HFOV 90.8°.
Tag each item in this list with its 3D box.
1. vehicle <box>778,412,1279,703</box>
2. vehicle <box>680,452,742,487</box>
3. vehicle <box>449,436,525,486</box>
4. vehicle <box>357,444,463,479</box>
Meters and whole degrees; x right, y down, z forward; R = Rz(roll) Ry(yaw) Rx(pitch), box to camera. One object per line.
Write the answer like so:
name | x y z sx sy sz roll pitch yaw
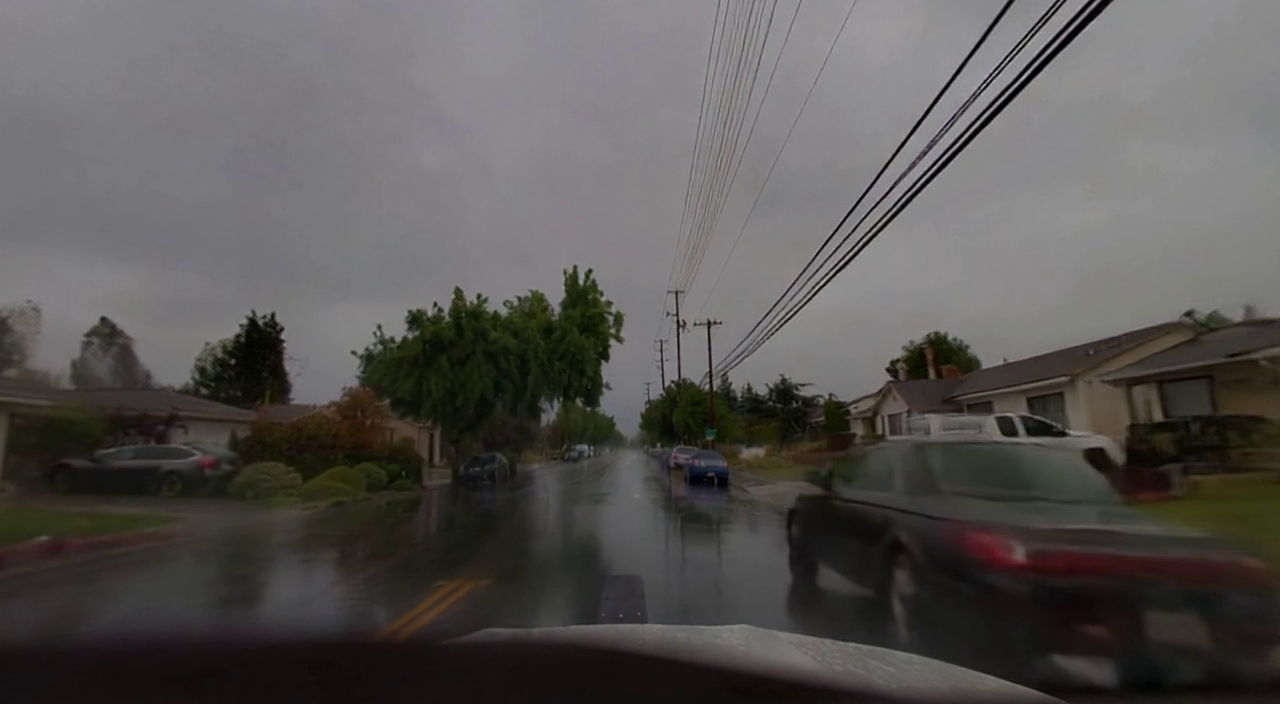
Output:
vehicle | 2.754 1.375 5.089 2.273 1.530 4.416 0 -9 0
vehicle | 2.790 4.714 25.630 1.827 1.286 3.684 1 -9 -5
vehicle | -6.588 4.868 27.827 2.156 1.932 4.518 -2 -12 1
vehicle | -11.739 5.605 32.514 4.529 1.677 2.204 0 -9 0
